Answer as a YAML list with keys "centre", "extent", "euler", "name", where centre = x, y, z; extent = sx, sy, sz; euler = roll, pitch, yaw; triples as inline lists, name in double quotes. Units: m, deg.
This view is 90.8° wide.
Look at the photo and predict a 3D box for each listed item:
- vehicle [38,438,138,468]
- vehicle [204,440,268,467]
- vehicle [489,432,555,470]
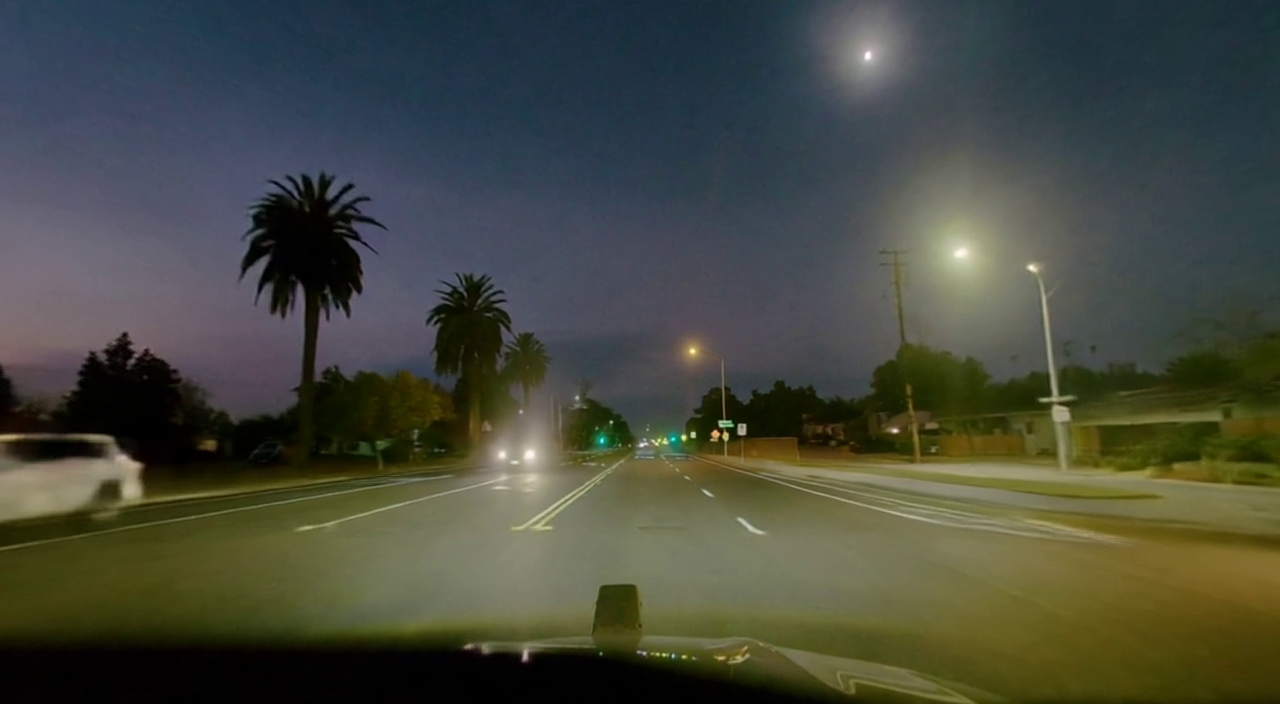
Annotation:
- centre: [-39.221, 7.171, 45.053]
  extent: [4.768, 1.945, 2.386]
  euler: [3, -8, -26]
  name: "vehicle"
- centre: [-29.081, 7.287, 45.399]
  extent: [4.687, 1.649, 1.993]
  euler: [-7, -5, 31]
  name: "vehicle"
- centre: [-6.073, 5.161, 33.310]
  extent: [2.139, 1.794, 5.925]
  euler: [0, -8, 2]
  name: "vehicle"
